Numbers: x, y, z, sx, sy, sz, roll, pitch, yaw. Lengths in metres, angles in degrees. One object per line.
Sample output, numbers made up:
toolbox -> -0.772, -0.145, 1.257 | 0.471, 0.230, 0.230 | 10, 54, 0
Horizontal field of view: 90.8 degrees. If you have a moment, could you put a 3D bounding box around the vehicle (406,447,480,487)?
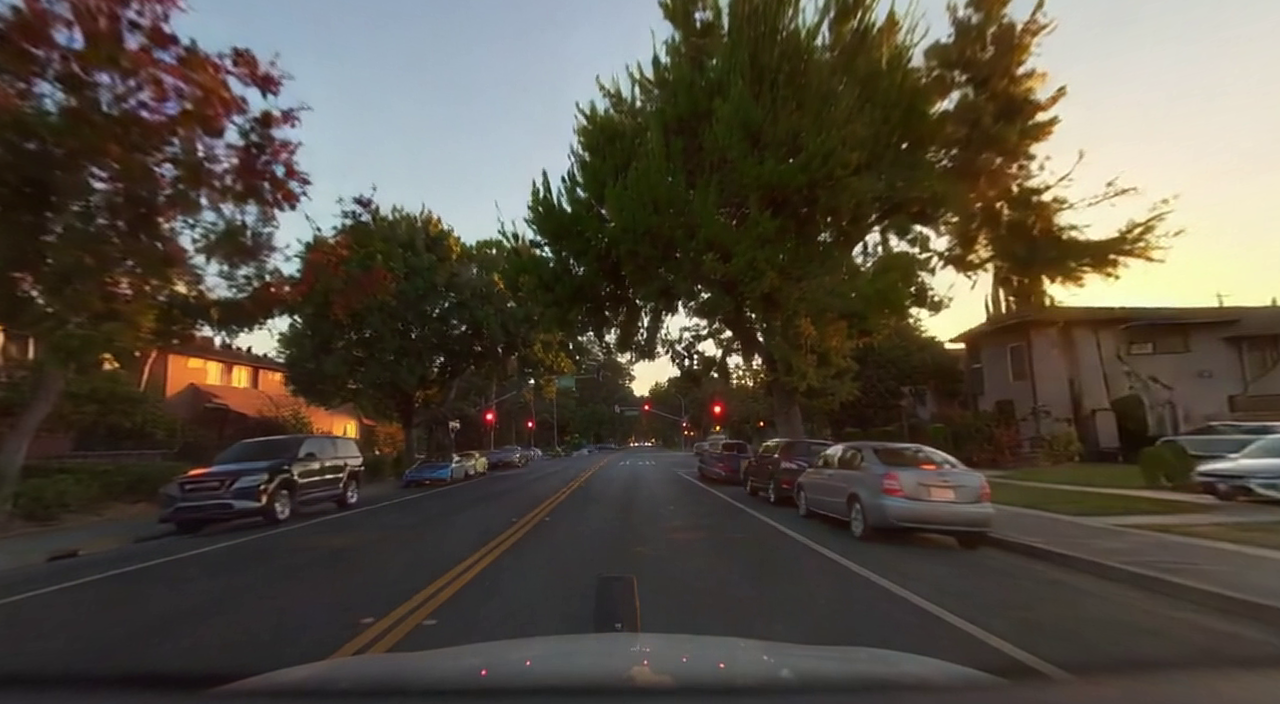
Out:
vehicle -> -8.151, 4.760, 26.556 | 1.860, 1.476, 4.594 | 0, -9, -3

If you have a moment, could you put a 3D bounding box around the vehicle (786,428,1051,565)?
vehicle -> 3.628, 1.941, 9.258 | 1.809, 1.513, 4.264 | 0, -9, -2

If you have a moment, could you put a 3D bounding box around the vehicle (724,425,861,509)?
vehicle -> 3.475, 2.725, 15.391 | 2.077, 1.715, 4.505 | 0, -9, -2

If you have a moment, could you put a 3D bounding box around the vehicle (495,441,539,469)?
vehicle -> -8.287, 6.990, 43.004 | 2.007, 1.773, 4.759 | 0, -9, 0

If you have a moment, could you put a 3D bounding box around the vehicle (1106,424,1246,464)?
vehicle -> 24.932, 4.306, 29.530 | 4.599, 1.759, 2.060 | 0, -9, 0

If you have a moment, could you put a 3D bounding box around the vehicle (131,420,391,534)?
vehicle -> -7.858, 2.635, 14.093 | 2.420, 2.004, 5.615 | 0, -9, -2

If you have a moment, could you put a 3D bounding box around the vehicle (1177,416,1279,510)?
vehicle -> 12.681, 1.879, 11.420 | 4.326, 1.524, 1.715 | -3, -8, -2
